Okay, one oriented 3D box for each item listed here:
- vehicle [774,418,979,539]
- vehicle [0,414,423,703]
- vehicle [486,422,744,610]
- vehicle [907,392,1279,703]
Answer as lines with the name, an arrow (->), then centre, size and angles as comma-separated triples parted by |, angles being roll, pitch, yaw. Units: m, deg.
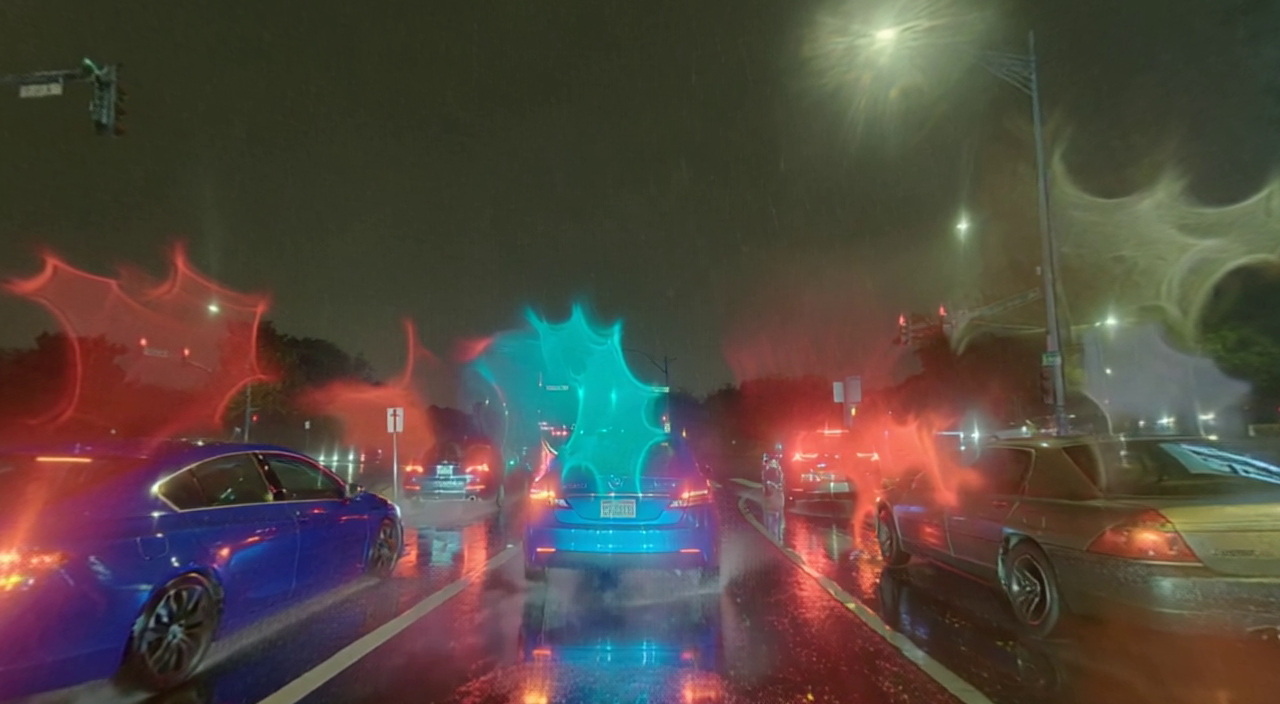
vehicle -> 3.778, 2.096, 11.022 | 2.007, 1.683, 4.171 | 0, -8, 1
vehicle -> -3.405, 1.302, 4.726 | 1.980, 1.454, 4.226 | 0, -8, 1
vehicle -> -0.187, 1.612, 7.103 | 2.059, 1.477, 3.988 | 0, -8, 1
vehicle -> 3.418, 1.070, 3.497 | 1.981, 1.499, 4.536 | 0, -8, 2
